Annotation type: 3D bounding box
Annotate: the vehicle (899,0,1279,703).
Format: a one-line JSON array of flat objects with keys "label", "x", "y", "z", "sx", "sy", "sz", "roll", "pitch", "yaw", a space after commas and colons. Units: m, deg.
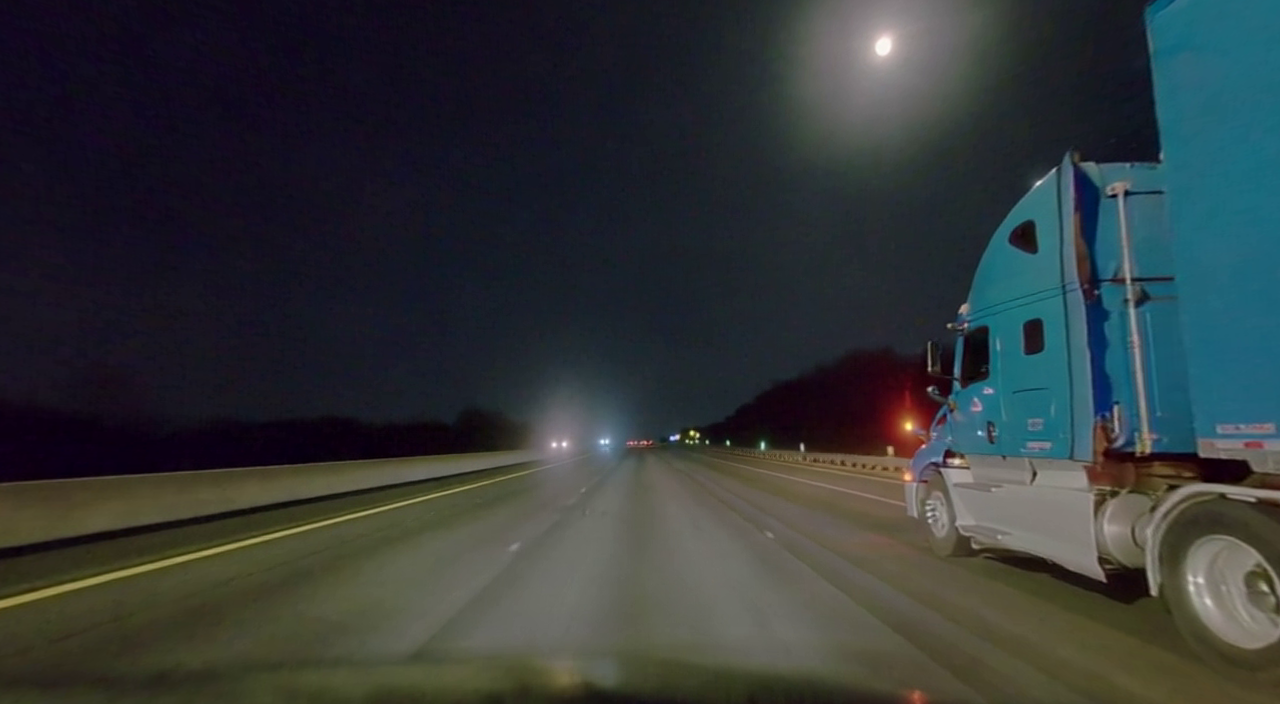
[{"label": "vehicle", "x": 4.104, "y": -0.362, "z": 1.433, "sx": 3.012, "sy": 3.768, "sz": 8.945, "roll": 0, "pitch": -8, "yaw": -1}]
